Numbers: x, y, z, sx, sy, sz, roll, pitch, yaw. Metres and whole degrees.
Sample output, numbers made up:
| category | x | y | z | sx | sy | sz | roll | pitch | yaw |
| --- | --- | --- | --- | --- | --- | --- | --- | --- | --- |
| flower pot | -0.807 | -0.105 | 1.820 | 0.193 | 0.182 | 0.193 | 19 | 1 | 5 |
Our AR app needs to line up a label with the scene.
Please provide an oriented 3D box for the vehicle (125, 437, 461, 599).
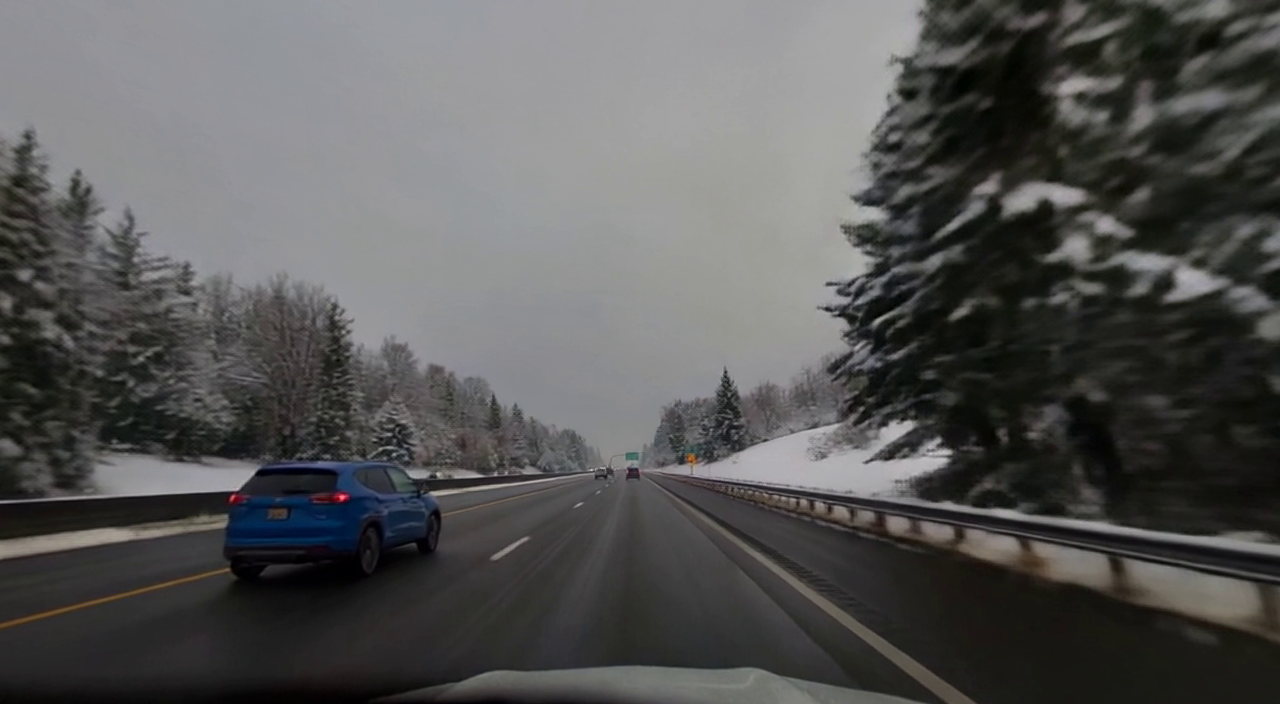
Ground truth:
| category | x | y | z | sx | sy | sz | roll | pitch | yaw |
| --- | --- | --- | --- | --- | --- | --- | --- | --- | --- |
| vehicle | -3.953 | 1.990 | 8.201 | 2.017 | 1.516 | 4.041 | 1 | -11 | 0 |
